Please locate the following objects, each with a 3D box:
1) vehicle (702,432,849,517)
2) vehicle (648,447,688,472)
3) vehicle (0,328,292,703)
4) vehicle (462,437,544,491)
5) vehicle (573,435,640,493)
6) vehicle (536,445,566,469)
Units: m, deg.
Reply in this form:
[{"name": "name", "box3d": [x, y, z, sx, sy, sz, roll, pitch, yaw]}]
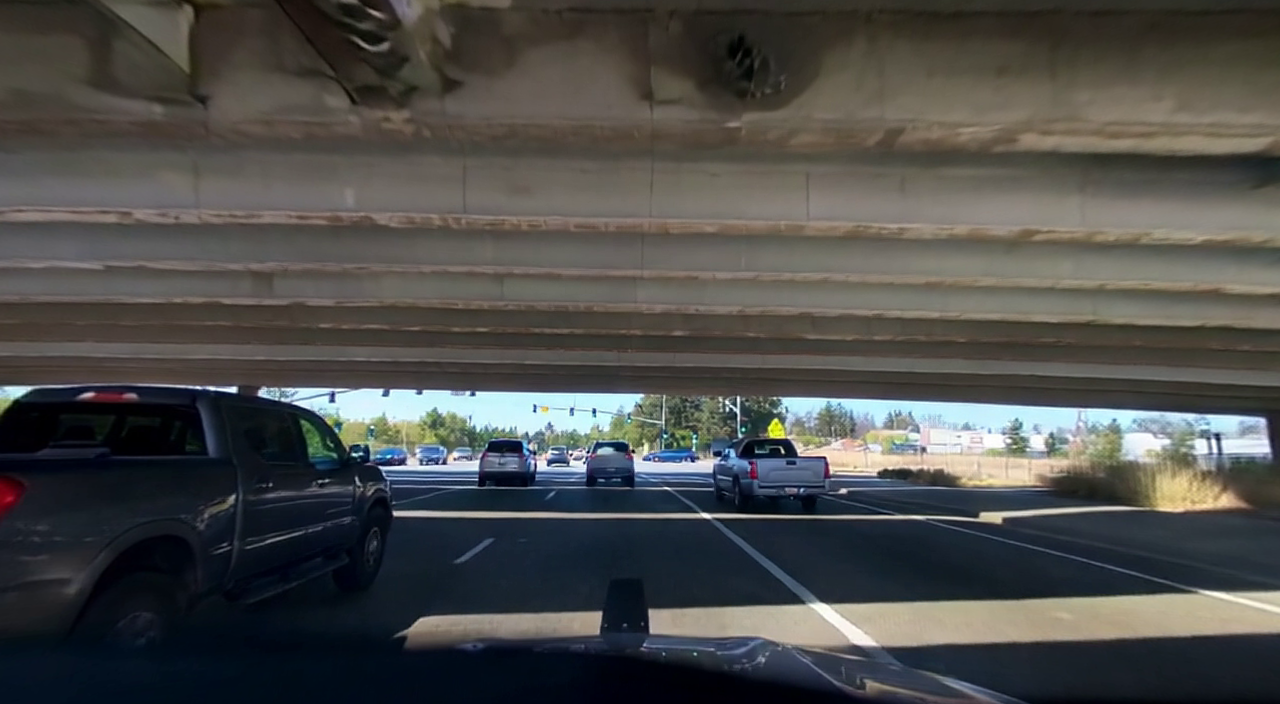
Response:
[{"name": "vehicle", "box3d": [3.064, 2.925, 15.711, 2.234, 1.720, 5.378, 1, -8, -3]}, {"name": "vehicle", "box3d": [1.712, 6.831, 40.330, 2.026, 1.457, 3.969, 1, -8, -6]}, {"name": "vehicle", "box3d": [-3.856, 0.802, 2.726, 2.074, 1.814, 4.596, 0, -8, -1]}, {"name": "vehicle", "box3d": [-4.699, 3.881, 22.252, 2.127, 1.720, 4.064, 0, -8, -3]}, {"name": "vehicle", "box3d": [-1.108, 3.761, 21.505, 2.097, 1.748, 3.794, 0, -8, -2]}, {"name": "vehicle", "box3d": [-6.187, 7.309, 44.198, 1.829, 1.614, 3.611, 1, -8, -4]}]
